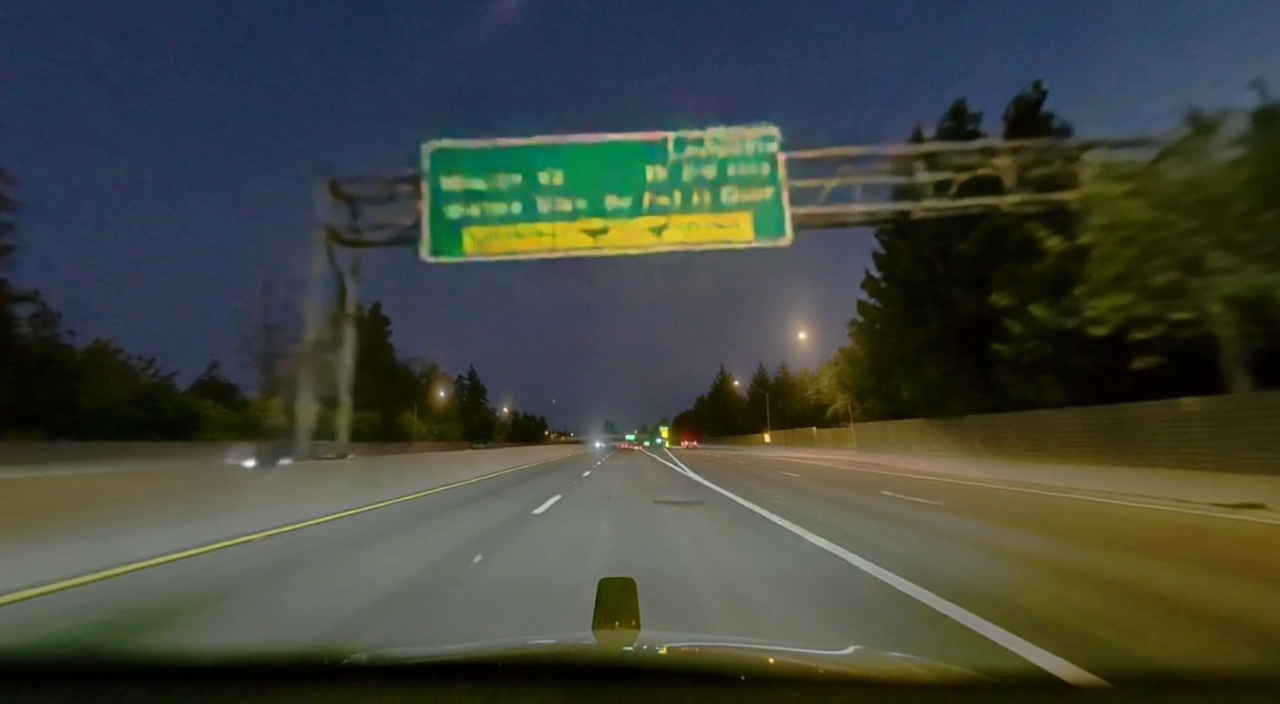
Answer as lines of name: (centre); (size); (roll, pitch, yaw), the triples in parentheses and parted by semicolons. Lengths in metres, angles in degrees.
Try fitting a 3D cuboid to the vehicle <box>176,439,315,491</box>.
vehicle: (-12.791, 3.651, 20.807); (1.954, 1.492, 4.196); (0, -8, -1)
